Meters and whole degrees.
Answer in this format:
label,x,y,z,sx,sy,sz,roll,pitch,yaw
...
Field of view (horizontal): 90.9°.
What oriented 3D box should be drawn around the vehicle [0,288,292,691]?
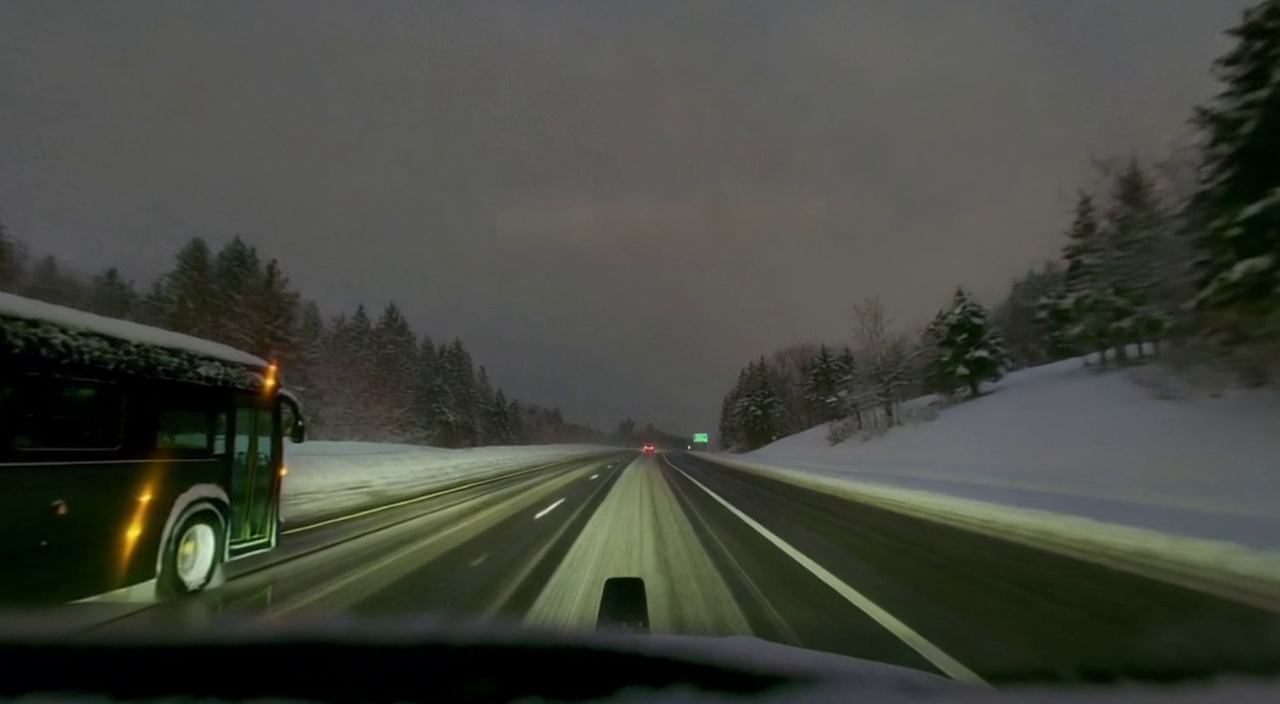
label,x,y,z,sx,sy,sz,roll,pitch,yaw
vehicle,-4.253,0.659,2.978,2.127,1.985,5.205,0,-8,1
